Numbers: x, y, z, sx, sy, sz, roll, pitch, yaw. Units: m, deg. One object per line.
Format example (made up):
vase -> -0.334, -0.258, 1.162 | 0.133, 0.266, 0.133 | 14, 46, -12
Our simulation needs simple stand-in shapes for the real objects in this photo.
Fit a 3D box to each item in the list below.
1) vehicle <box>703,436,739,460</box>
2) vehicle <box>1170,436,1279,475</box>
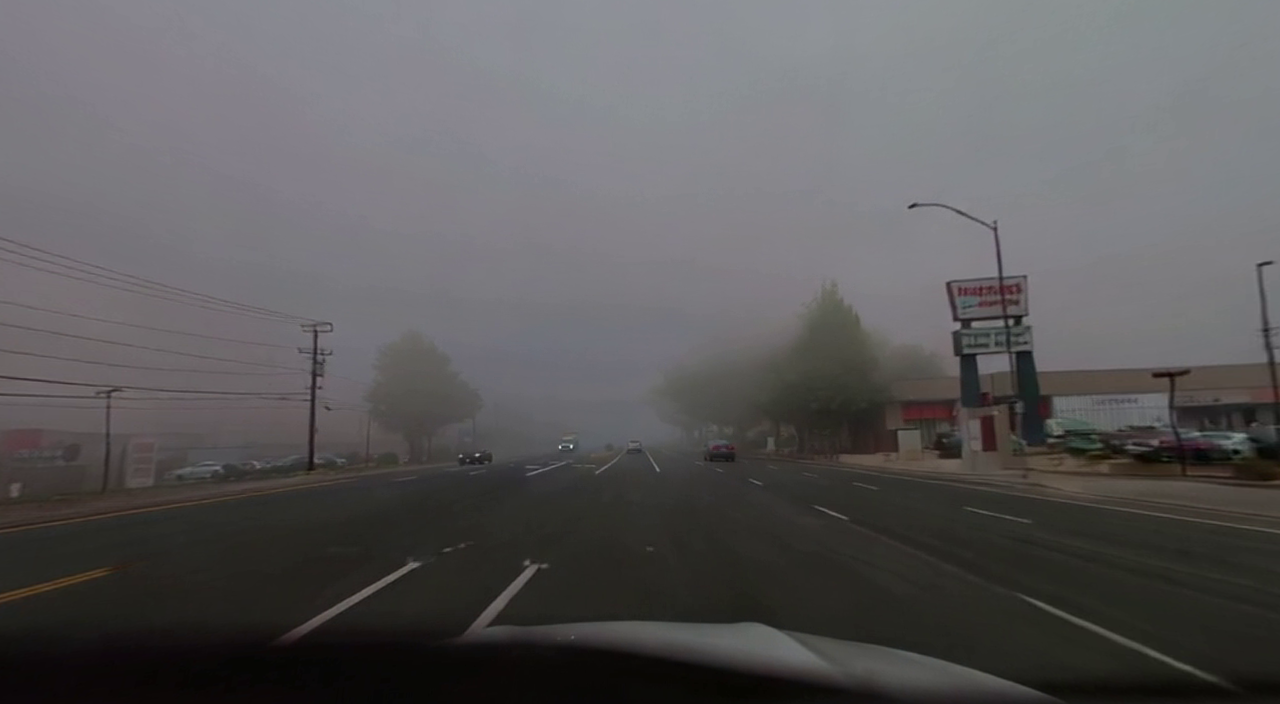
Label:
vehicle -> 5.752, 6.868, 45.241 | 1.957, 1.643, 4.226 | 0, -8, -1
vehicle -> 23.941, 3.999, 24.475 | 1.886, 1.438, 4.742 | 5, -10, -32
